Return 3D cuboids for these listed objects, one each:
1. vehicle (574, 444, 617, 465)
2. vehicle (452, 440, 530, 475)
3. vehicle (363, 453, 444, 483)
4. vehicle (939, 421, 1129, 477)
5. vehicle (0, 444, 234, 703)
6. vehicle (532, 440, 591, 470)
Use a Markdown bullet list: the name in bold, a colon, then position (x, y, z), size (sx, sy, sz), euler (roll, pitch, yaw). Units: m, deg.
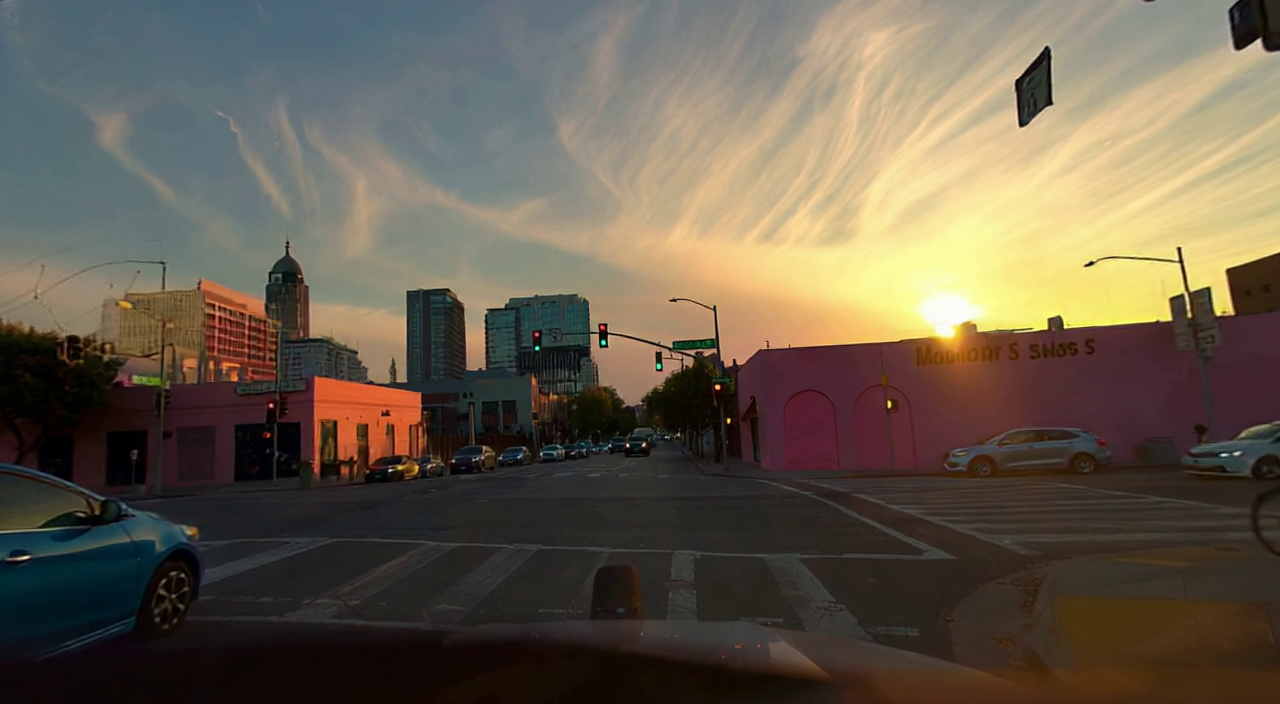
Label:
- **vehicle**: position (-3.043, 7.167, 44.031), size (1.743, 1.362, 4.350), euler (-2, -9, 14)
- **vehicle**: position (-8.393, 5.980, 36.058), size (2.152, 1.825, 5.406), euler (-2, -9, 12)
- **vehicle**: position (-12.586, 6.175, 33.872), size (1.976, 1.425, 4.567), euler (-1, -9, 9)
- **vehicle**: position (11.575, 2.892, 18.791), size (4.355, 1.546, 1.820), euler (-1, -9, 6)
- **vehicle**: position (-3.688, 0.978, 2.144), size (1.759, 1.325, 4.295), euler (0, -9, 0)
- **vehicle**: position (-4.497, 5.993, 36.856), size (1.928, 1.647, 4.575), euler (-2, -9, 13)
